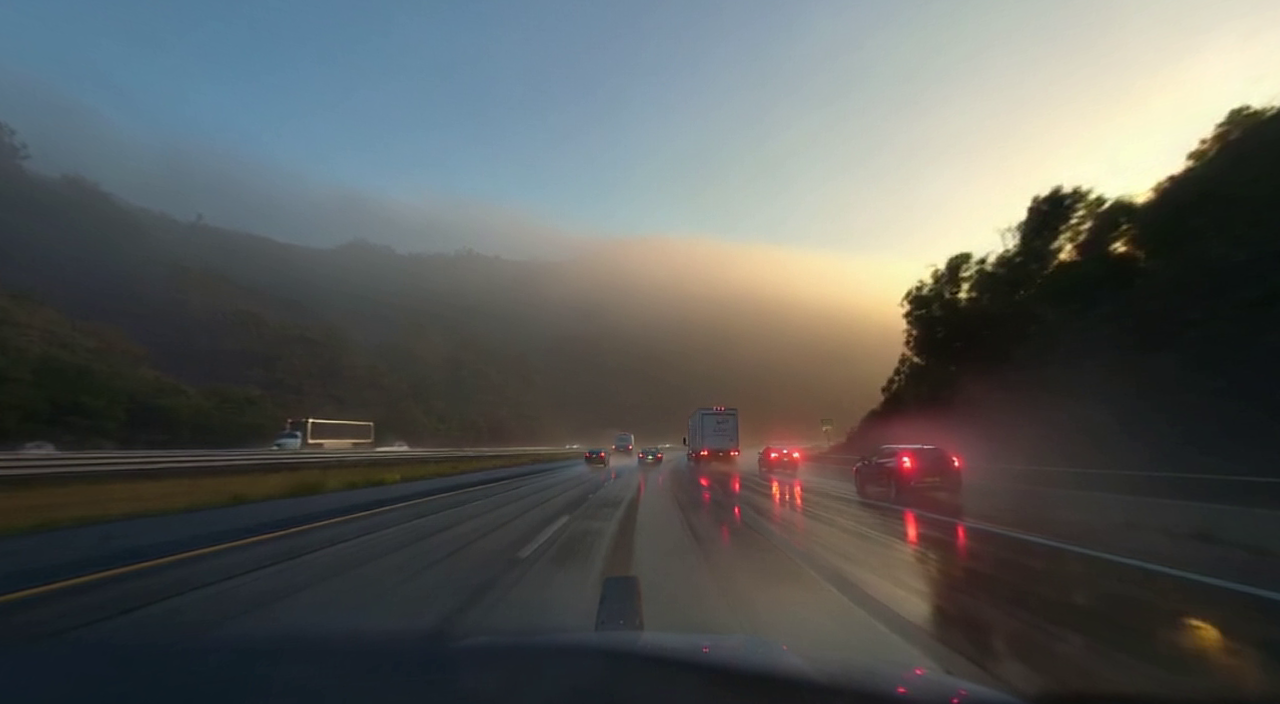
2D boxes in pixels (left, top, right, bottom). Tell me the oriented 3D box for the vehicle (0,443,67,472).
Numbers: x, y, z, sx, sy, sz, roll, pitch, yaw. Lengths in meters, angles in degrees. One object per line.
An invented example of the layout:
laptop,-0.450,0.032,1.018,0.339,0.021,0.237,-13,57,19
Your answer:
vehicle,-34.635,5.812,34.739,1.799,1.525,4.373,0,-9,2

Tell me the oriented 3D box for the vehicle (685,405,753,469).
vehicle,4.878,5.629,41.289,3.130,3.607,11.129,0,-9,1

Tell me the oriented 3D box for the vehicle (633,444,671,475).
vehicle,0.635,5.632,33.198,1.866,1.492,3.932,0,-9,1

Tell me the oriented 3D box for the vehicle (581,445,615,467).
vehicle,-3.056,7.666,46.667,2.132,1.506,4.256,0,-9,1

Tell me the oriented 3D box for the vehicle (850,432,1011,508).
vehicle,7.200,2.959,16.247,2.044,1.676,4.421,0,-9,0

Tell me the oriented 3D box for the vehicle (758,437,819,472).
vehicle,8.022,5.586,34.474,2.143,1.775,4.729,0,-9,0
